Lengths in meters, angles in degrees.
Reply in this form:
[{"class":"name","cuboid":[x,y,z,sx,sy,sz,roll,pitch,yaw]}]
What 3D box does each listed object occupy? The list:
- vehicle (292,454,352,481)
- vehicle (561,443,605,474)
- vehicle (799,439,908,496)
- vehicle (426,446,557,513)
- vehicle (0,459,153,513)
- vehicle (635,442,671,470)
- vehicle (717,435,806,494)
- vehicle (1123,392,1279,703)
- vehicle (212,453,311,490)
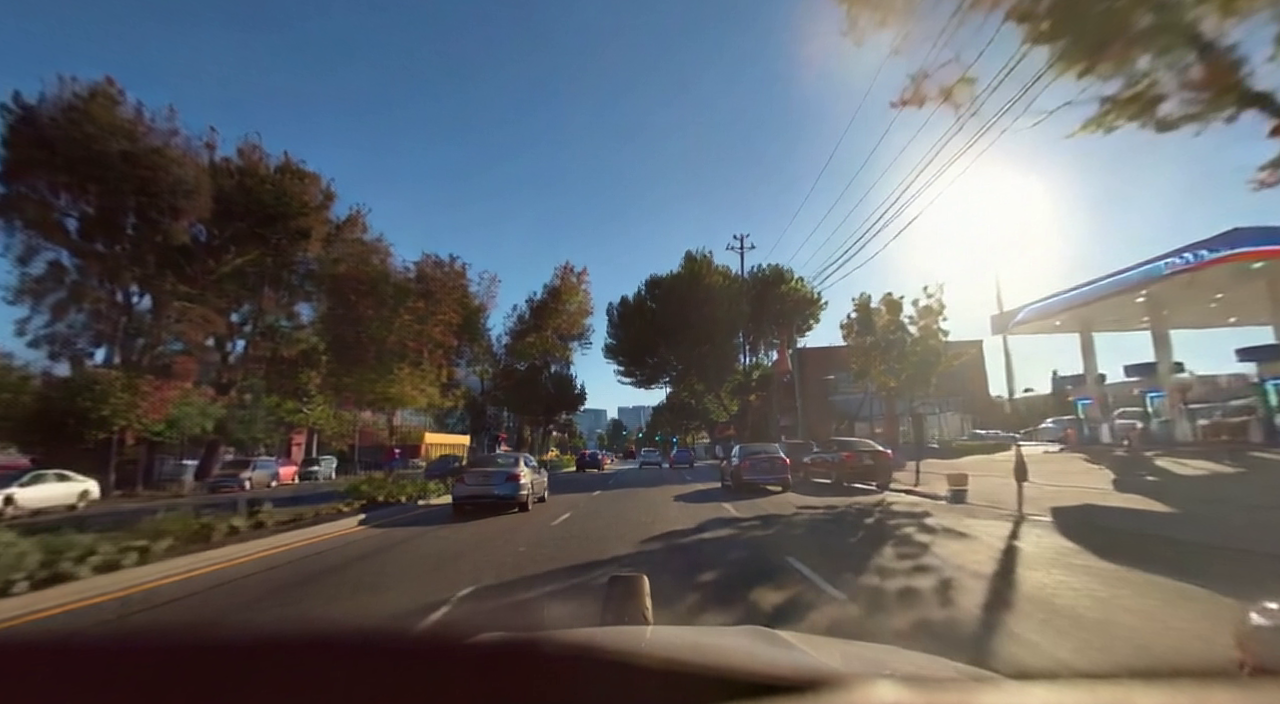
[{"class":"vehicle","cuboid":[-21.832,7.912,43.422,1.821,1.645,4.211,0,-8,1]},{"class":"vehicle","cuboid":[-3.188,6.029,35.966,1.988,1.645,3.995,0,-8,2]},{"class":"vehicle","cuboid":[7.171,3.937,21.857,2.417,1.736,5.043,-1,-9,5]},{"class":"vehicle","cuboid":[-3.361,2.973,15.251,2.013,1.354,4.393,0,-8,1]},{"class":"vehicle","cuboid":[-19.158,4.379,21.061,1.890,1.472,4.769,0,-8,1]},{"class":"vehicle","cuboid":[0.815,6.660,40.555,2.192,1.674,4.124,0,-8,1]},{"class":"vehicle","cuboid":[3.830,3.631,20.805,1.980,1.709,4.813,0,-8,0]},{"class":"vehicle","cuboid":[3.179,0.654,0.559,1.919,1.502,4.572,0,-8,1]},{"class":"vehicle","cuboid":[-18.570,5.850,31.204,1.947,1.616,4.638,0,-8,1]}]
